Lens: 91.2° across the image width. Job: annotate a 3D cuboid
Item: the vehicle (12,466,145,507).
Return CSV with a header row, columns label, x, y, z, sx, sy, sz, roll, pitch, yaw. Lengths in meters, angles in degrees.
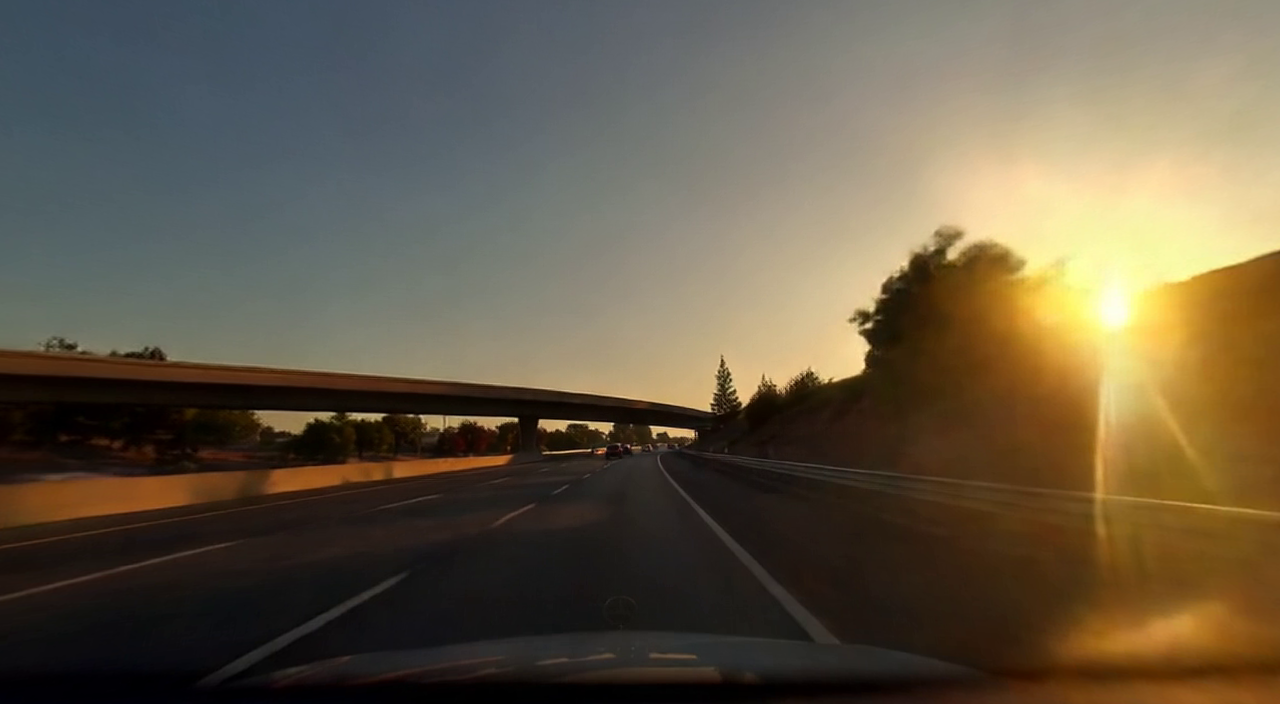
label,x,y,z,sx,sy,sz,roll,pitch,yaw
vehicle,-24.813,5.928,27.940,1.904,1.527,4.309,0,-9,0
